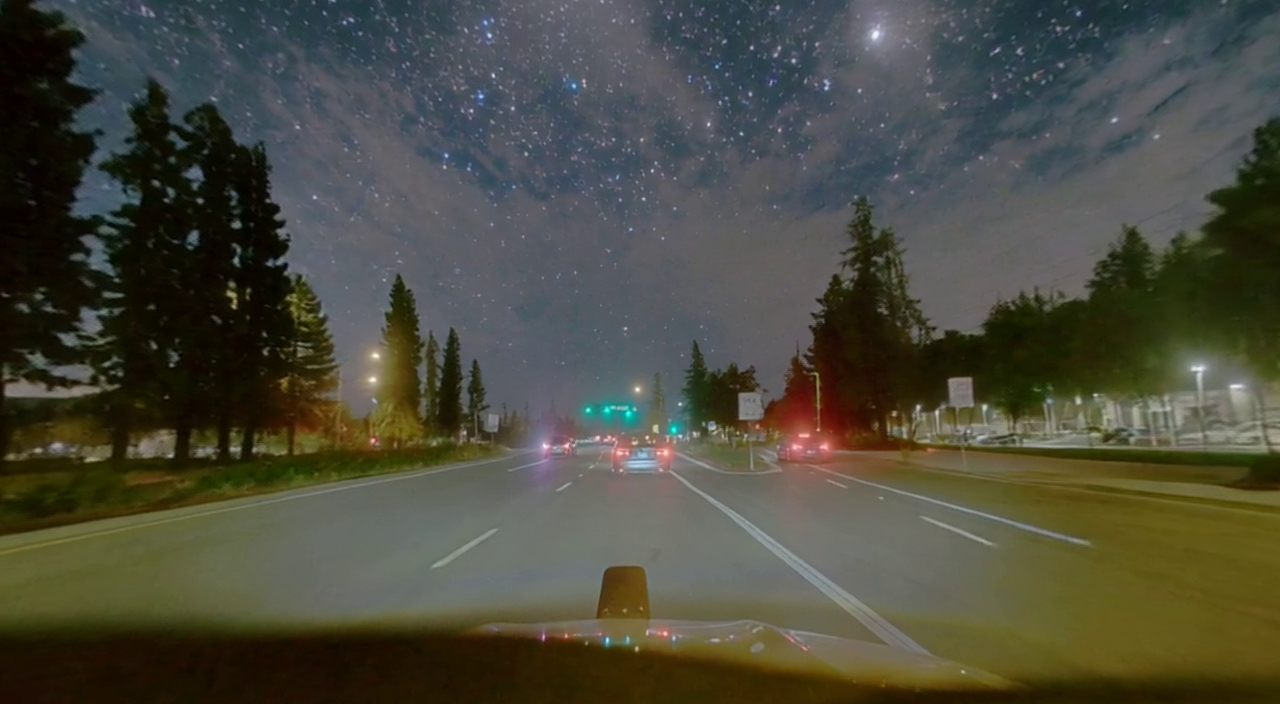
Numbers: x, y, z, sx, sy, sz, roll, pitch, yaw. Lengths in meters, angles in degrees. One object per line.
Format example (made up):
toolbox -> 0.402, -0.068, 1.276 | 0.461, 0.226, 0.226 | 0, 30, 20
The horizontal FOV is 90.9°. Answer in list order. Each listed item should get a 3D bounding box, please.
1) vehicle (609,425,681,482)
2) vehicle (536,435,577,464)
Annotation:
vehicle -> 0.089, 3.302, 20.694 | 2.135, 1.691, 3.884 | 0, -8, -1
vehicle -> -4.775, 5.617, 36.438 | 1.950, 1.563, 3.727 | 0, -8, -1
